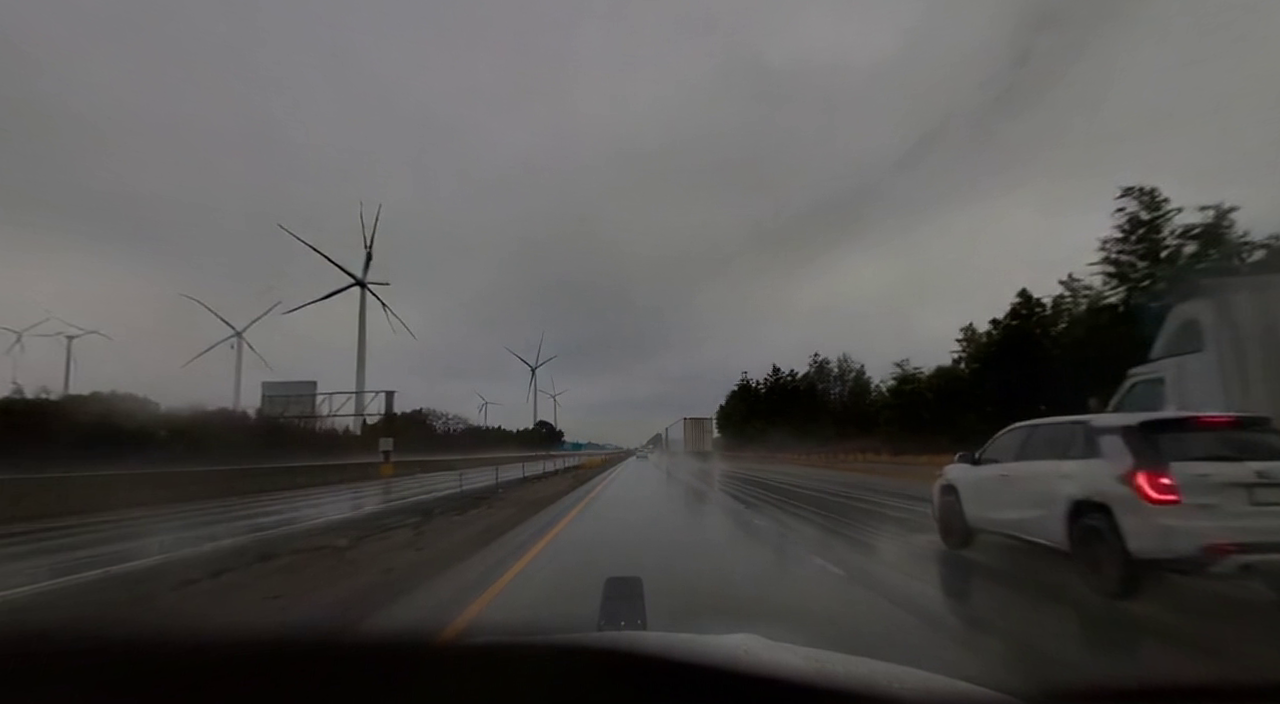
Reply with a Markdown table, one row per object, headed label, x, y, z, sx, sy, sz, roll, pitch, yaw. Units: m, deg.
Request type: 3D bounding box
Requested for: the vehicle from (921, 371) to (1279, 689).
| label | x | y | z | sx | sy | sz | roll | pitch | yaw |
| --- | --- | --- | --- | --- | --- | --- | --- | --- | --- |
| vehicle | 4.537 | 1.275 | 5.382 | 2.124 | 1.710 | 4.540 | 0 | -9 | 0 |
